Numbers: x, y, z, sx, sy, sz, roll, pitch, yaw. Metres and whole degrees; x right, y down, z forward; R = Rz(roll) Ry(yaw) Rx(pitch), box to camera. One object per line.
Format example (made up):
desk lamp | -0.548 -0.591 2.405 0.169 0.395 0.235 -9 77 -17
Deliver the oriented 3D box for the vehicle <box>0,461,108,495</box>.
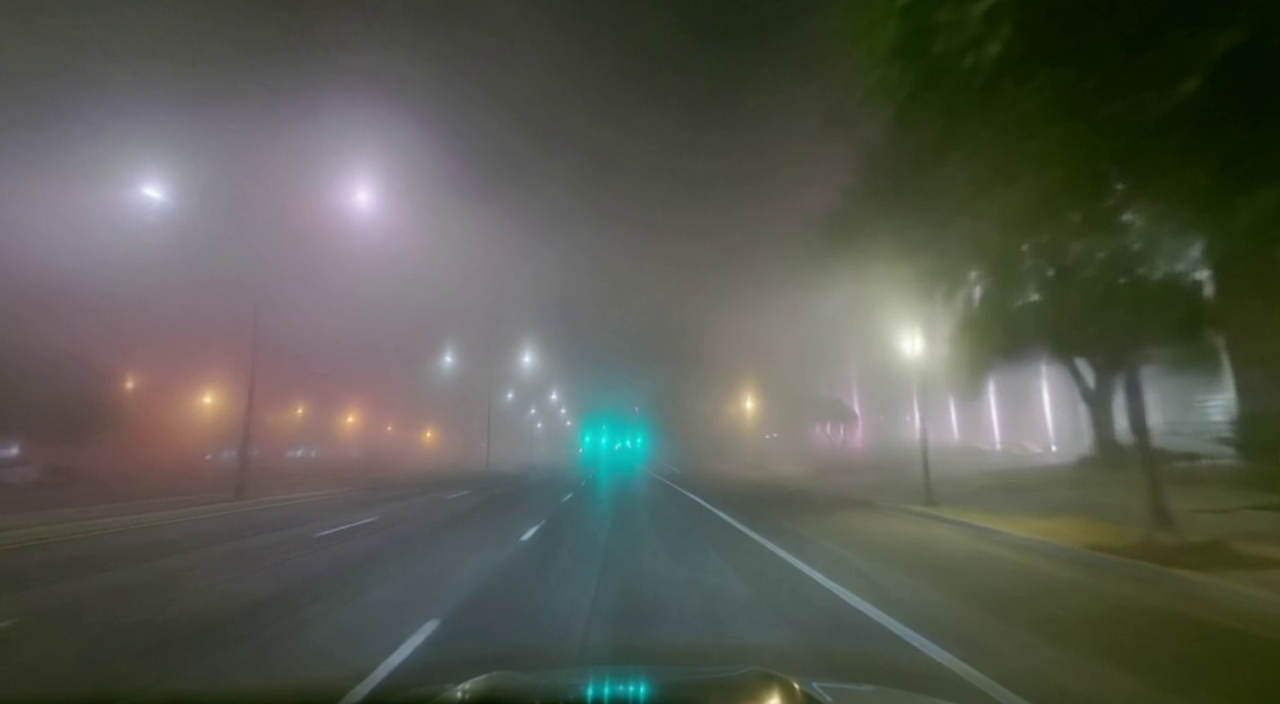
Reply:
vehicle | -32.948 7.036 35.638 2.034 1.618 4.667 0 -8 -5
